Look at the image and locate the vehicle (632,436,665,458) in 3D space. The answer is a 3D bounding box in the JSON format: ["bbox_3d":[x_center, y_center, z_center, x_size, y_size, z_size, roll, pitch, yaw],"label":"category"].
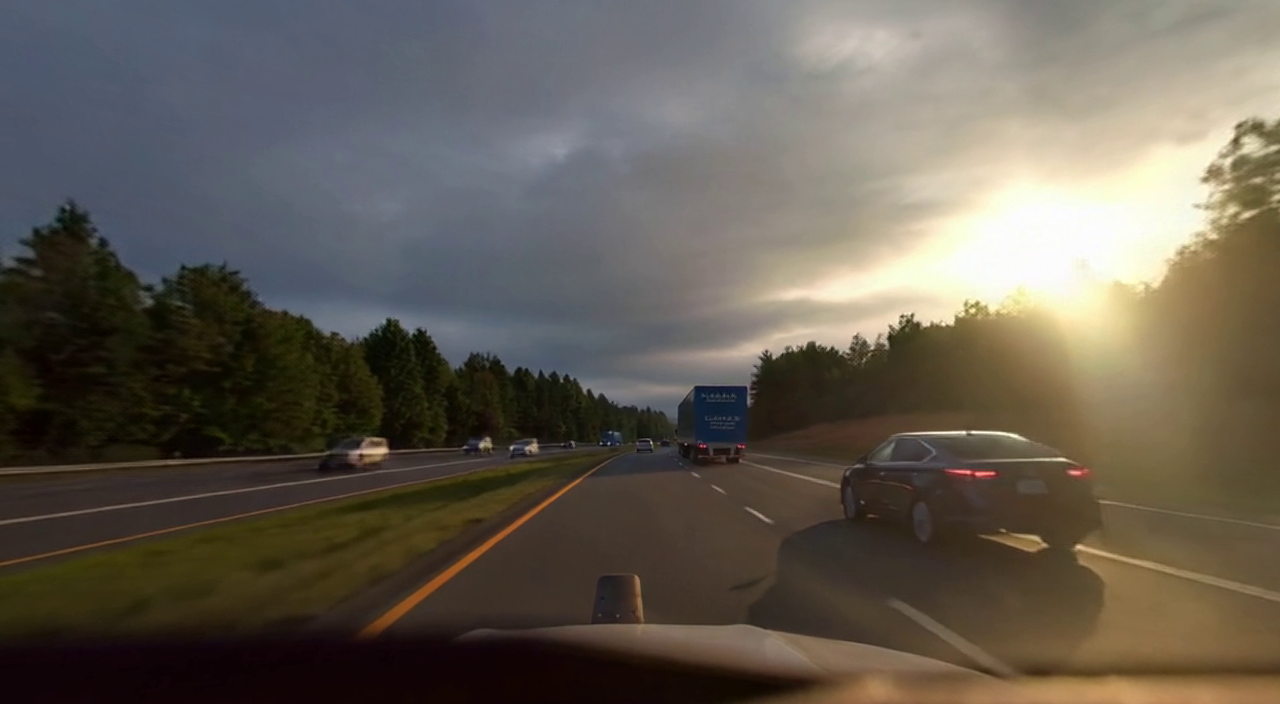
[{"bbox_3d":[0.644,6.680,44.517,2.209,1.499,4.144,0,-8,1],"label":"vehicle"}]

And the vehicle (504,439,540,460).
[{"bbox_3d":[-9.160,7.613,49.209,1.892,1.508,4.225,0,-8,2],"label":"vehicle"}]

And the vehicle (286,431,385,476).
[{"bbox_3d":[-14.227,4.722,29.842,2.073,1.912,5.067,0,-8,2],"label":"vehicle"}]

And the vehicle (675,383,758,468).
[{"bbox_3d":[4.087,4.463,37.278,3.171,4.072,13.784,0,-8,0],"label":"vehicle"}]

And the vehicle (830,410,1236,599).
[{"bbox_3d":[3.979,1.568,7.493,2.028,1.573,4.207,0,-8,-2],"label":"vehicle"}]
